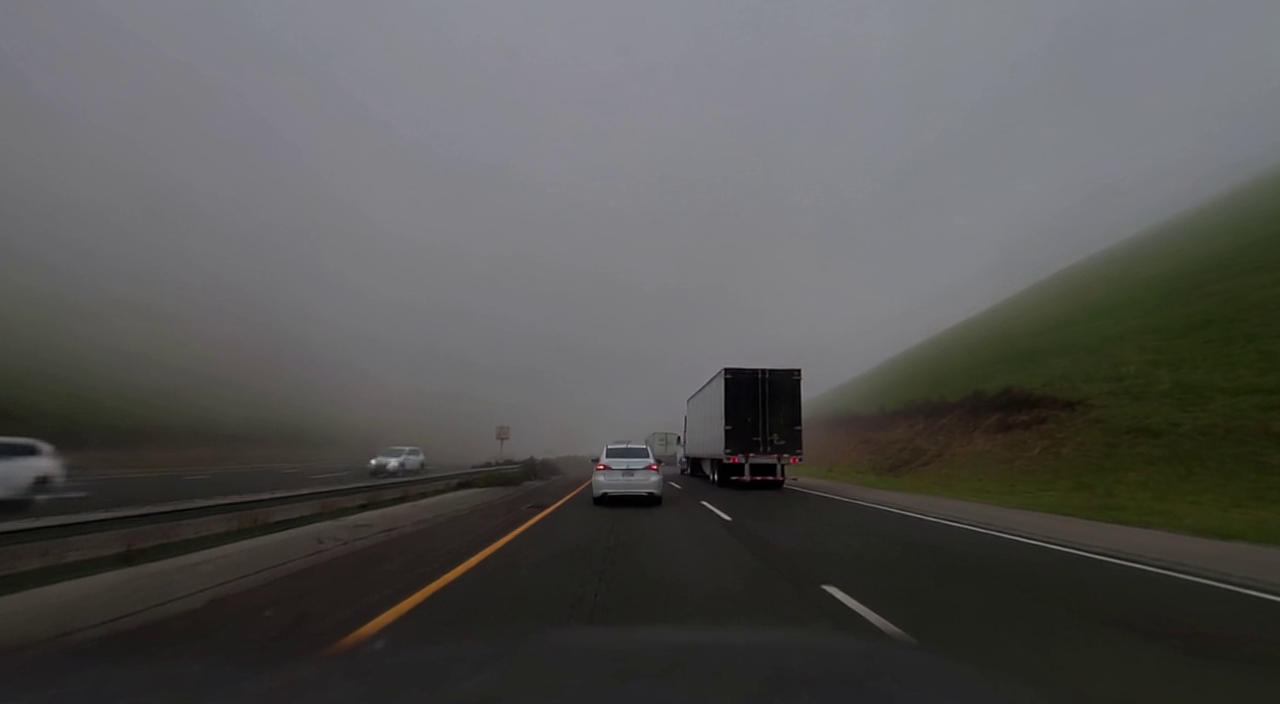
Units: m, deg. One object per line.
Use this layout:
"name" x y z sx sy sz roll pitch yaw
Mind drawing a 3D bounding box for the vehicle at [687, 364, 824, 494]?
"vehicle" 4.077 3.467 26.592 2.812 4.024 14.098 0 -9 -1

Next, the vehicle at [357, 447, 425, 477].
"vehicle" -12.789 5.672 32.739 1.832 1.430 4.440 0 -9 -2

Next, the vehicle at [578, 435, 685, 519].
"vehicle" -0.195 2.781 14.464 2.109 1.639 3.768 0 -9 -1
